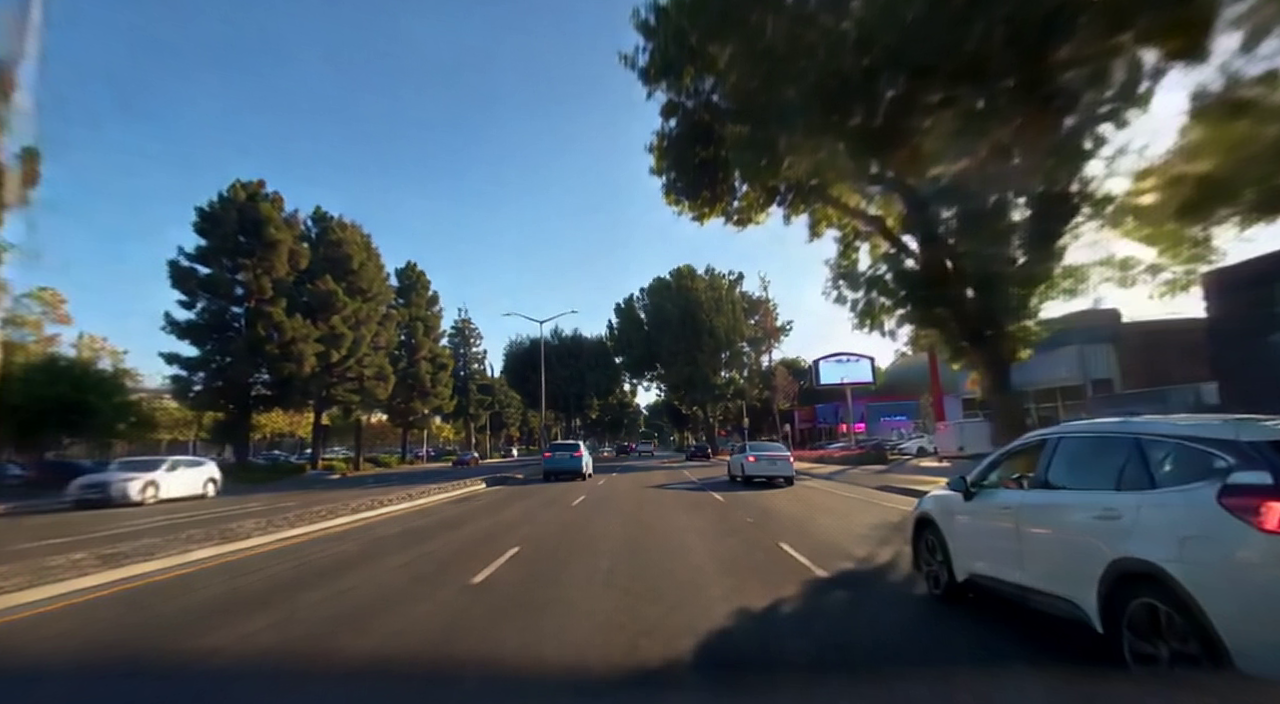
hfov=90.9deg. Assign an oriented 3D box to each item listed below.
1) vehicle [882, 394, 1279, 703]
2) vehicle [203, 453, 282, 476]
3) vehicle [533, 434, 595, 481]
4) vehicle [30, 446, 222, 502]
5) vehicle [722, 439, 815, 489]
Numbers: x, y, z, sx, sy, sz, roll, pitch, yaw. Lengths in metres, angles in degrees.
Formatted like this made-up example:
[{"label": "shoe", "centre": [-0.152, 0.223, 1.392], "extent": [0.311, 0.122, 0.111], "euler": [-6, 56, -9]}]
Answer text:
[{"label": "vehicle", "centre": [3.527, 1.164, 4.175], "extent": [1.976, 1.491, 4.714], "euler": [0, -8, 0]}, {"label": "vehicle", "centre": [-30.396, 8.592, 48.339], "extent": [1.998, 1.623, 4.681], "euler": [-4, -9, 23]}, {"label": "vehicle", "centre": [-3.000, 4.282, 25.797], "extent": [1.981, 1.731, 4.360], "euler": [0, -8, 1]}, {"label": "vehicle", "centre": [-19.508, 4.612, 24.468], "extent": [2.501, 1.862, 5.754], "euler": [-1, -8, 2]}, {"label": "vehicle", "centre": [4.131, 3.672, 21.102], "extent": [2.036, 1.480, 4.659], "euler": [0, -8, -1]}]
